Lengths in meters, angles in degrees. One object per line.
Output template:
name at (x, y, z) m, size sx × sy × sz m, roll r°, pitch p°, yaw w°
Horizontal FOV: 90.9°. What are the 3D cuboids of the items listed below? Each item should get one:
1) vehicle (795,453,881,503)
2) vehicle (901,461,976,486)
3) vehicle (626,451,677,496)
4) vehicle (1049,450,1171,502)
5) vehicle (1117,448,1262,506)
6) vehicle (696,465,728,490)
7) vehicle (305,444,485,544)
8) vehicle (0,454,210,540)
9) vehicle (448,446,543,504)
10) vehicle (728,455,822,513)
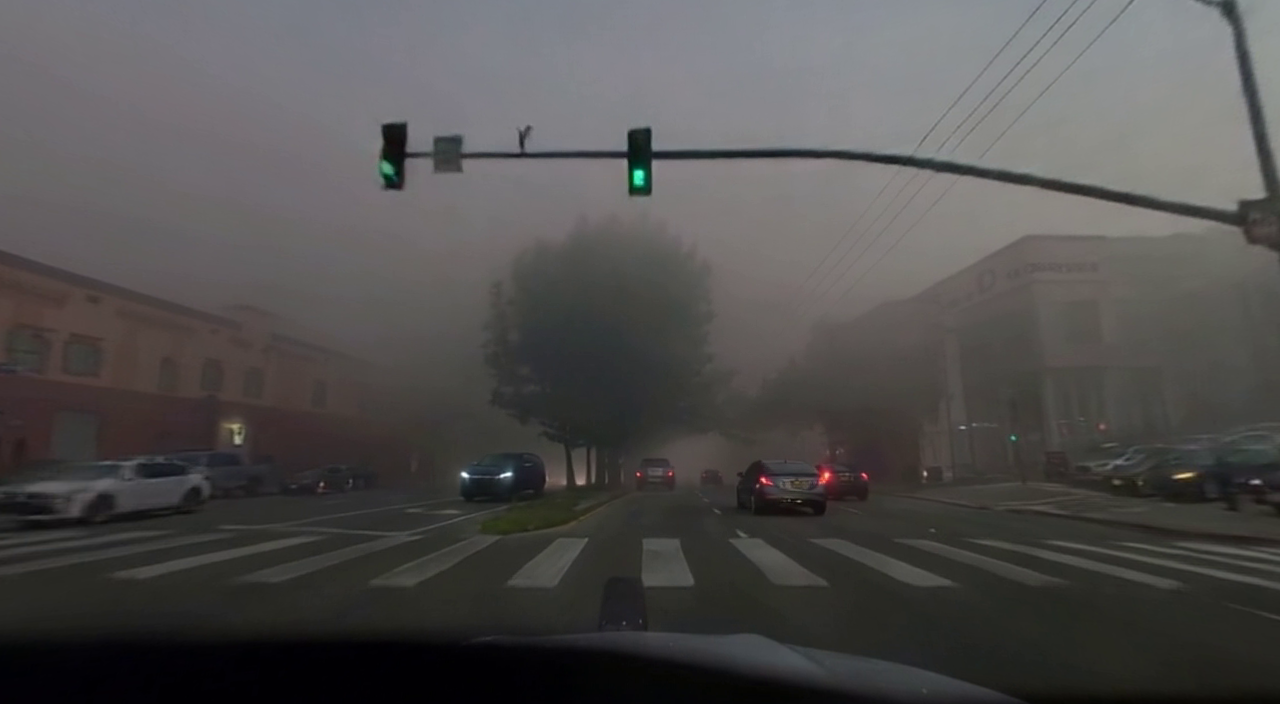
vehicle at (7.767, 4.940, 25.241) m, size 2.040 × 1.738 × 4.414 m, roll 0°, pitch -8°, yaw 1°
vehicle at (23.140, 9.415, 48.963) m, size 4.718 × 1.628 × 2.008 m, roll -4°, pitch -9°, yaw 6°
vehicle at (0.581, 5.612, 29.498) m, size 2.210 × 1.861 × 4.280 m, roll 0°, pitch -8°, yaw 2°
vehicle at (16.687, 4.290, 22.323) m, size 4.595 × 1.523 × 2.293 m, roll 6°, pitch -10°, yaw -39°
vehicle at (16.031, 3.528, 18.311) m, size 4.964 × 1.453 × 2.184 m, roll 7°, pitch -11°, yaw -38°
vehicle at (5.553, 9.730, 49.214) m, size 2.036 × 1.719 × 4.318 m, roll 0°, pitch -8°, yaw 1°
vehicle at (-4.931, 2.860, 13.519) m, size 2.041 × 1.494 × 4.647 m, roll -2°, pitch -6°, yaw 0°
vehicle at (-11.841, 3.000, 13.732) m, size 1.839 × 1.491 × 4.360 m, roll 0°, pitch -8°, yaw 1°
vehicle at (-4.862, 4.176, 21.884) m, size 2.180 × 1.646 × 4.467 m, roll -3°, pitch -8°, yaw 0°
vehicle at (3.966, 3.935, 19.332) m, size 1.963 × 1.484 × 4.609 m, roll 0°, pitch -8°, yaw 1°
